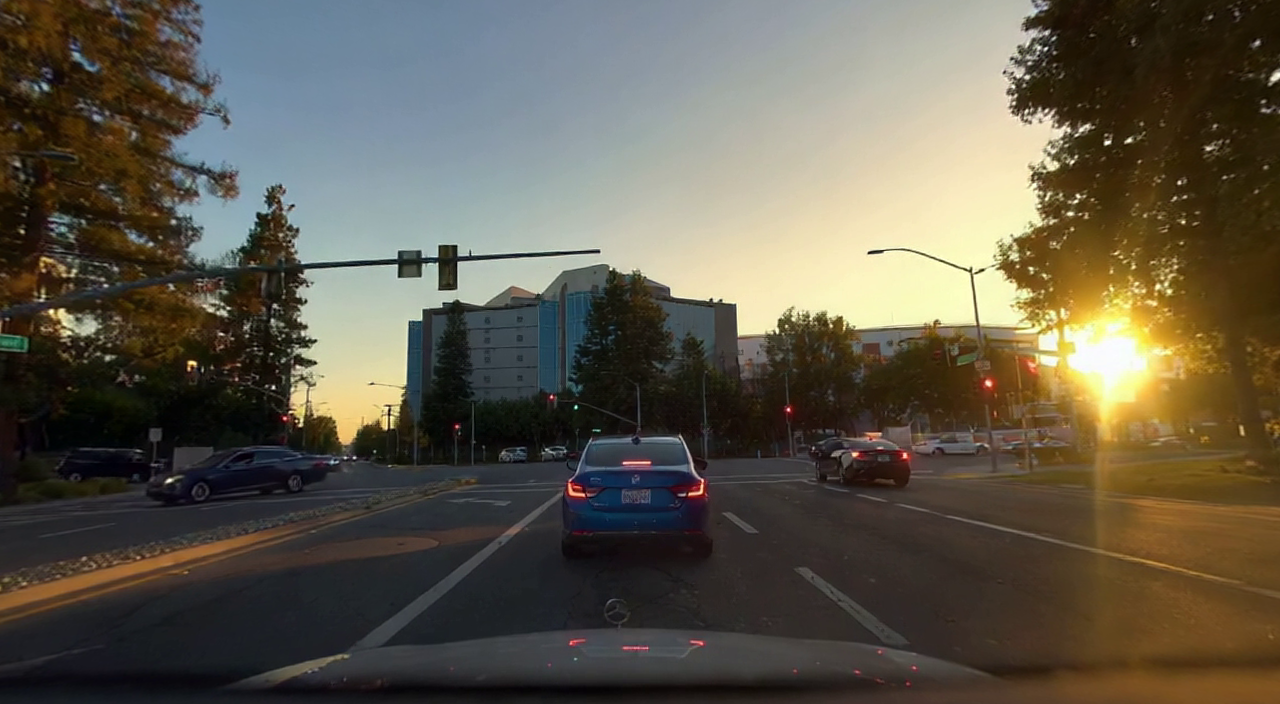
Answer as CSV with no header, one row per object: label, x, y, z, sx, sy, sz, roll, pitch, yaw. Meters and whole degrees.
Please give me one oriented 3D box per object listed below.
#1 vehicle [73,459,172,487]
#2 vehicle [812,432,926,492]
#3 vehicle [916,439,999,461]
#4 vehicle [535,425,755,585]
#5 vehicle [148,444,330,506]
vehicle,-32.397,7.555,39.645,4.401,1.625,1.863,0,-8,-4
vehicle,7.065,3.436,20.067,2.039,1.692,4.319,0,-8,1
vehicle,21.926,6.782,43.757,4.563,1.454,2.056,-1,-8,3
vehicle,-0.009,1.762,8.140,2.070,1.488,4.206,0,-8,-2
vehicle,-12.482,3.814,20.148,2.097,1.710,4.649,-2,-9,13
